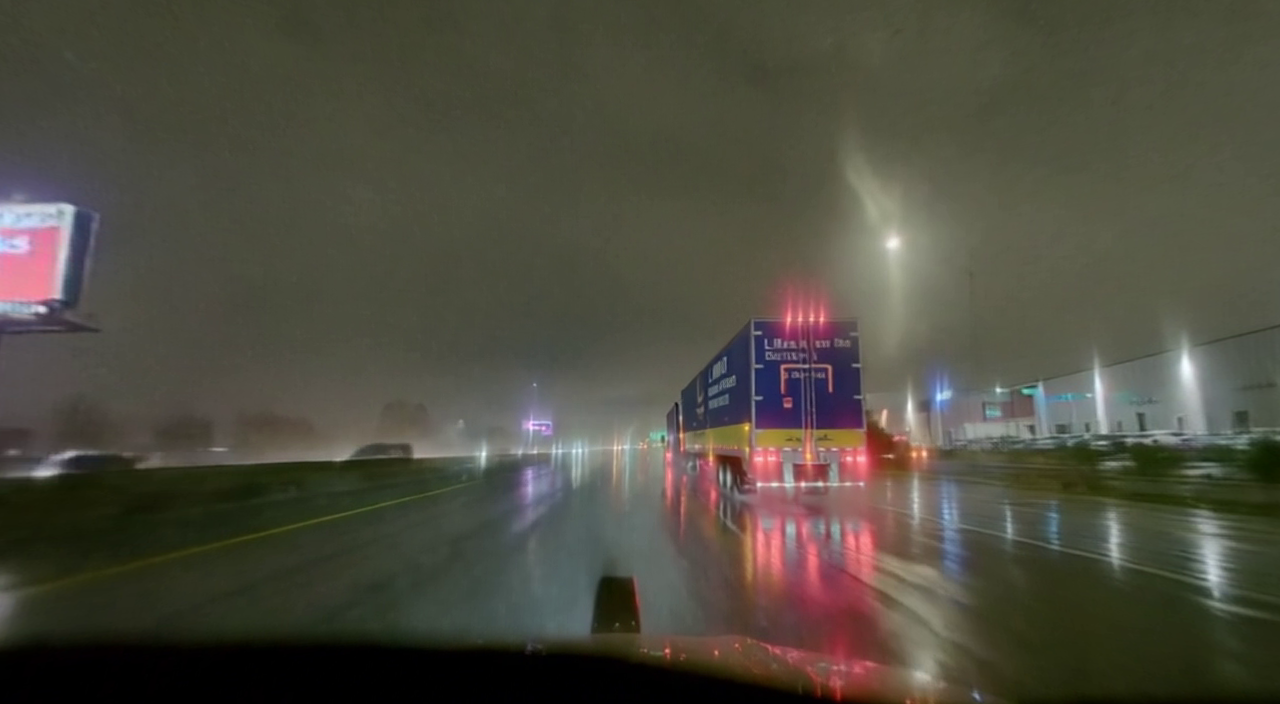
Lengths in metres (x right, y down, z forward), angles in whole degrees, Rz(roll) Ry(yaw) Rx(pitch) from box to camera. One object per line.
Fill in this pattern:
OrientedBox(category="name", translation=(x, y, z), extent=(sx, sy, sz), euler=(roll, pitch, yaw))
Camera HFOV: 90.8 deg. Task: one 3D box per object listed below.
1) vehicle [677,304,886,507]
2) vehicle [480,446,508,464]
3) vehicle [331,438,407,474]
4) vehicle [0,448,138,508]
OrientedBox(category="vehicle", translation=(3.534, 2.392, 22.183), extent=(2.891, 4.387, 17.121), euler=(0, -9, -2))
OrientedBox(category="vehicle", translation=(-11.322, 8.013, 49.146), extent=(1.452, 1.311, 3.176), euler=(0, -9, 0))
OrientedBox(category="vehicle", translation=(-11.183, 4.310, 26.304), extent=(1.679, 1.408, 3.364), euler=(0, -9, 0))
OrientedBox(category="vehicle", translation=(-14.796, 3.100, 15.934), extent=(1.548, 1.334, 3.245), euler=(0, -9, 0))
